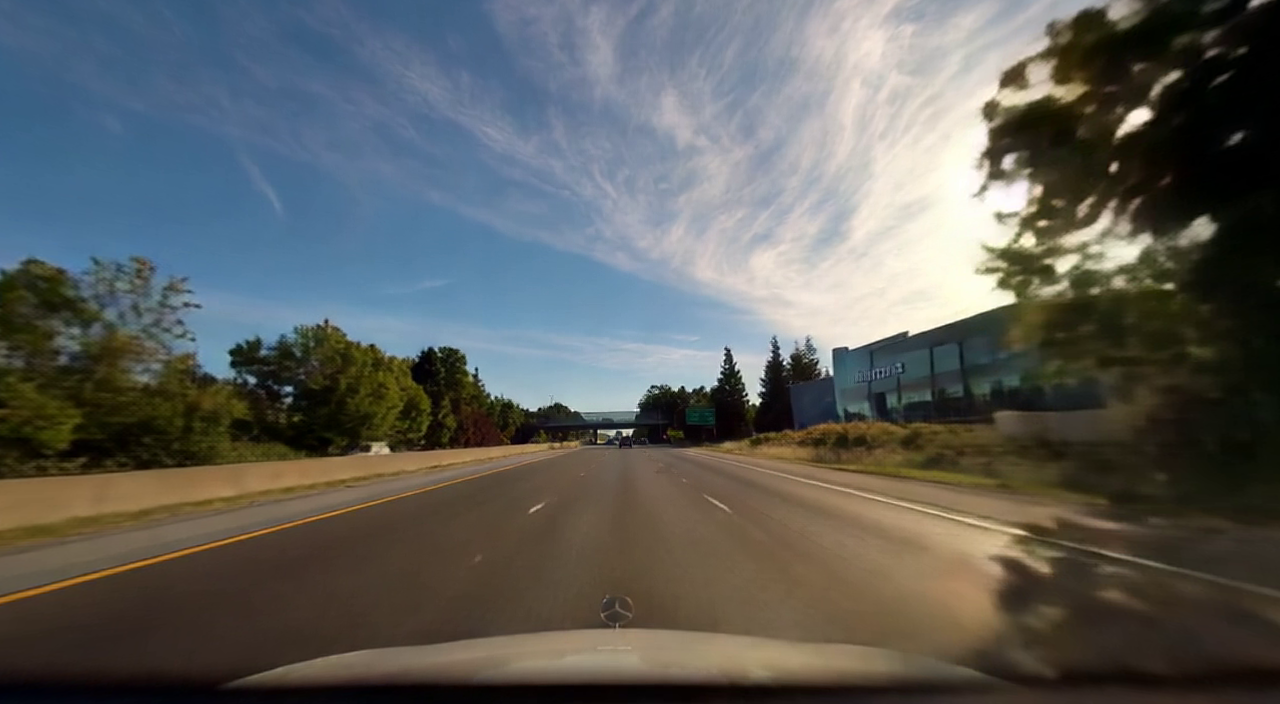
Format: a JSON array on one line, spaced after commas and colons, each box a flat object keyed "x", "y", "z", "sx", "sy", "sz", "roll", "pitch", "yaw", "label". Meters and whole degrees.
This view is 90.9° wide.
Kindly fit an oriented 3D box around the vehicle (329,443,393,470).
[{"x": -17.436, "y": 6.539, "z": 39.652, "sx": 1.913, "sy": 1.494, "sz": 4.609, "roll": 0, "pitch": -8, "yaw": 0, "label": "vehicle"}]
